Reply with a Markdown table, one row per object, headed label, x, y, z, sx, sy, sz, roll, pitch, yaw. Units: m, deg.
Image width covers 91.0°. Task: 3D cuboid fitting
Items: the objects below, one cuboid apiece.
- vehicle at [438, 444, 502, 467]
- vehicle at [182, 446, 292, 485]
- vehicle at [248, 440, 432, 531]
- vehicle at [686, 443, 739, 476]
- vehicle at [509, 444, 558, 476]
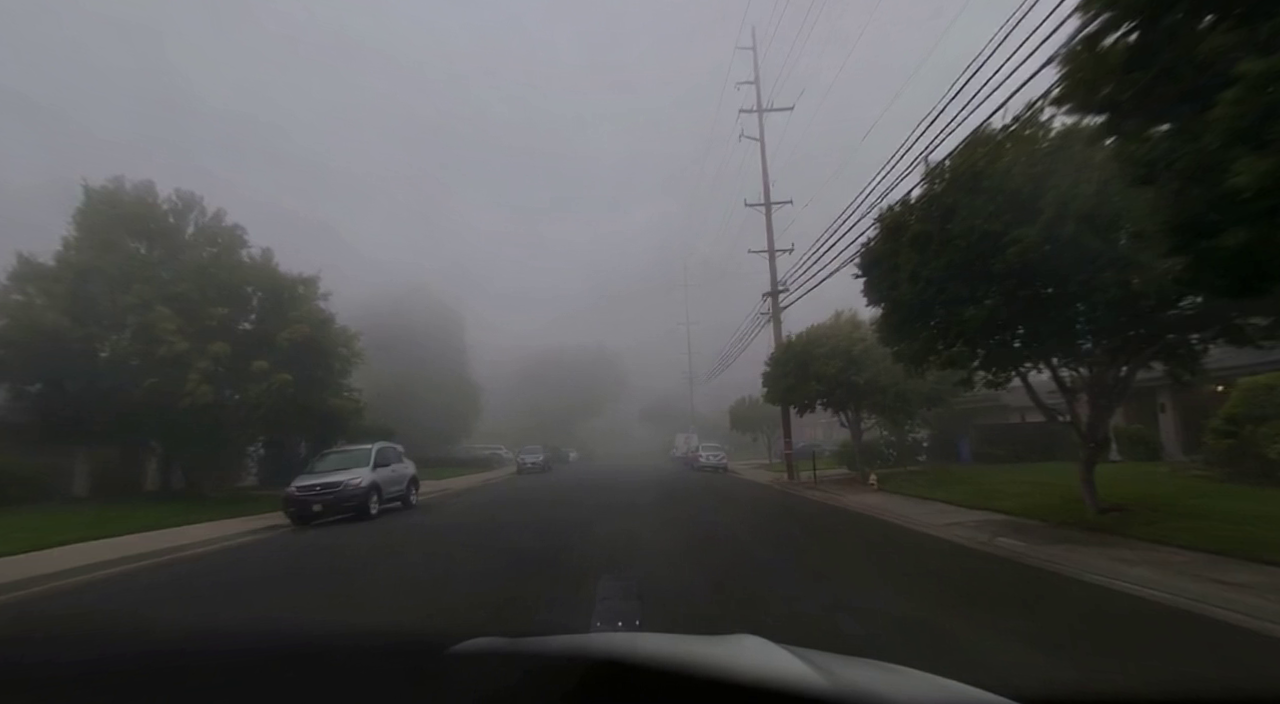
| label | x | y | z | sx | sy | sz | roll | pitch | yaw |
| --- | --- | --- | --- | --- | --- | --- | --- | --- | --- |
| vehicle | -13.389 | 8.195 | 49.844 | 4.528 | 1.713 | 1.947 | 0 | -8 | -1 |
| vehicle | -17.679 | 4.976 | 27.714 | 3.623 | 1.575 | 1.724 | 0 | -8 | 0 |
| vehicle | -6.326 | 2.815 | 13.976 | 2.012 | 1.639 | 4.310 | -1 | -8 | -1 |
| vehicle | 3.672 | 5.576 | 32.967 | 2.112 | 1.528 | 4.944 | 0 | -8 | -1 |
| vehicle | -6.159 | 6.269 | 36.777 | 1.989 | 1.693 | 4.292 | -2 | -8 | 2 |
